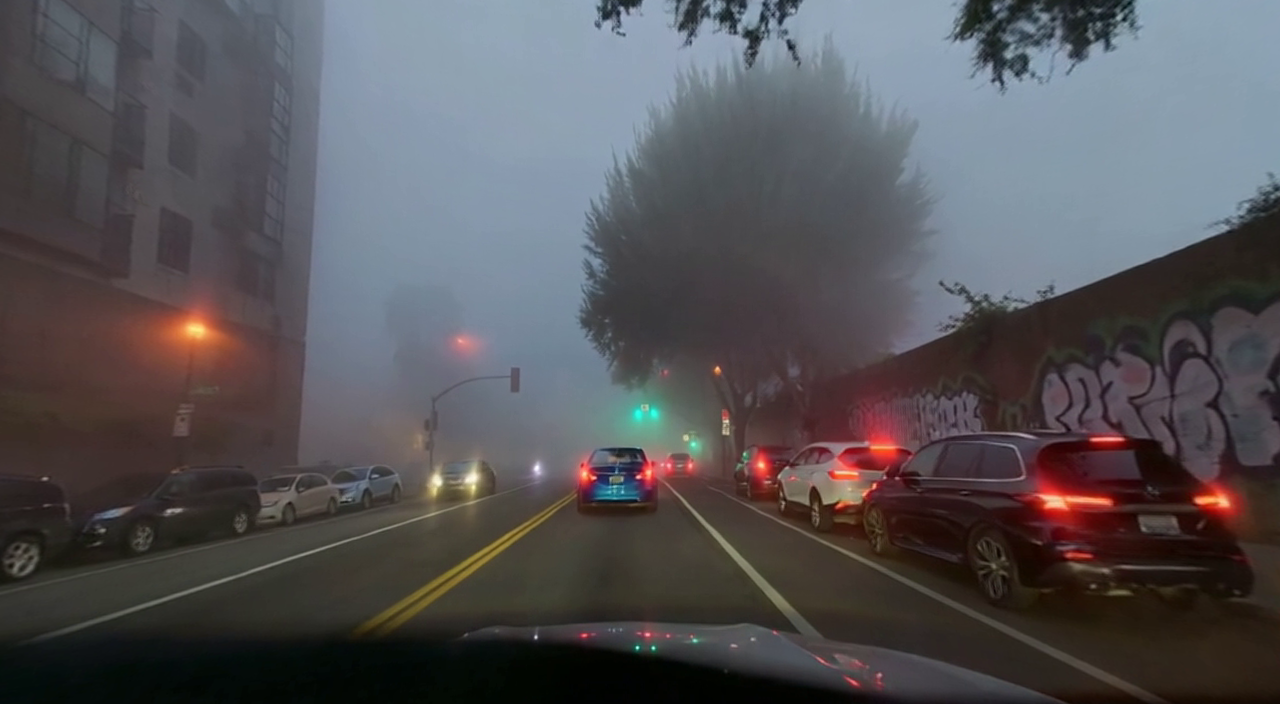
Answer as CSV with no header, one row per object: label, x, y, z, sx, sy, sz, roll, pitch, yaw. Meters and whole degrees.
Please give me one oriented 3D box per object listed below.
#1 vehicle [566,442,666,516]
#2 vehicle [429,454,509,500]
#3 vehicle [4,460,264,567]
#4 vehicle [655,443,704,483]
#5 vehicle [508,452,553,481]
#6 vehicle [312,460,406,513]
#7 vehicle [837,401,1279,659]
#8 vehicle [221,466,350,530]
vehicle,-0.529,3.082,15.907,2.166,1.579,4.300,0,-8,0
vehicle,-6.615,4.858,24.929,1.906,1.445,4.490,-4,-8,0
vehicle,-10.923,3.440,14.234,2.276,1.741,4.439,-4,-8,-1
vehicle,1.820,5.296,30.420,2.207,1.761,4.292,0,-8,1
vehicle,-7.023,7.412,41.121,2.147,1.747,4.409,0,-8,0
vehicle,-11.067,5.259,25.199,1.822,1.639,4.144,-6,-8,0
vehicle,4.217,1.647,7.190,2.097,1.811,5.230,0,-8,-2
vehicle,-10.956,4.492,19.924,1.741,1.506,4.370,-4,-8,-3
